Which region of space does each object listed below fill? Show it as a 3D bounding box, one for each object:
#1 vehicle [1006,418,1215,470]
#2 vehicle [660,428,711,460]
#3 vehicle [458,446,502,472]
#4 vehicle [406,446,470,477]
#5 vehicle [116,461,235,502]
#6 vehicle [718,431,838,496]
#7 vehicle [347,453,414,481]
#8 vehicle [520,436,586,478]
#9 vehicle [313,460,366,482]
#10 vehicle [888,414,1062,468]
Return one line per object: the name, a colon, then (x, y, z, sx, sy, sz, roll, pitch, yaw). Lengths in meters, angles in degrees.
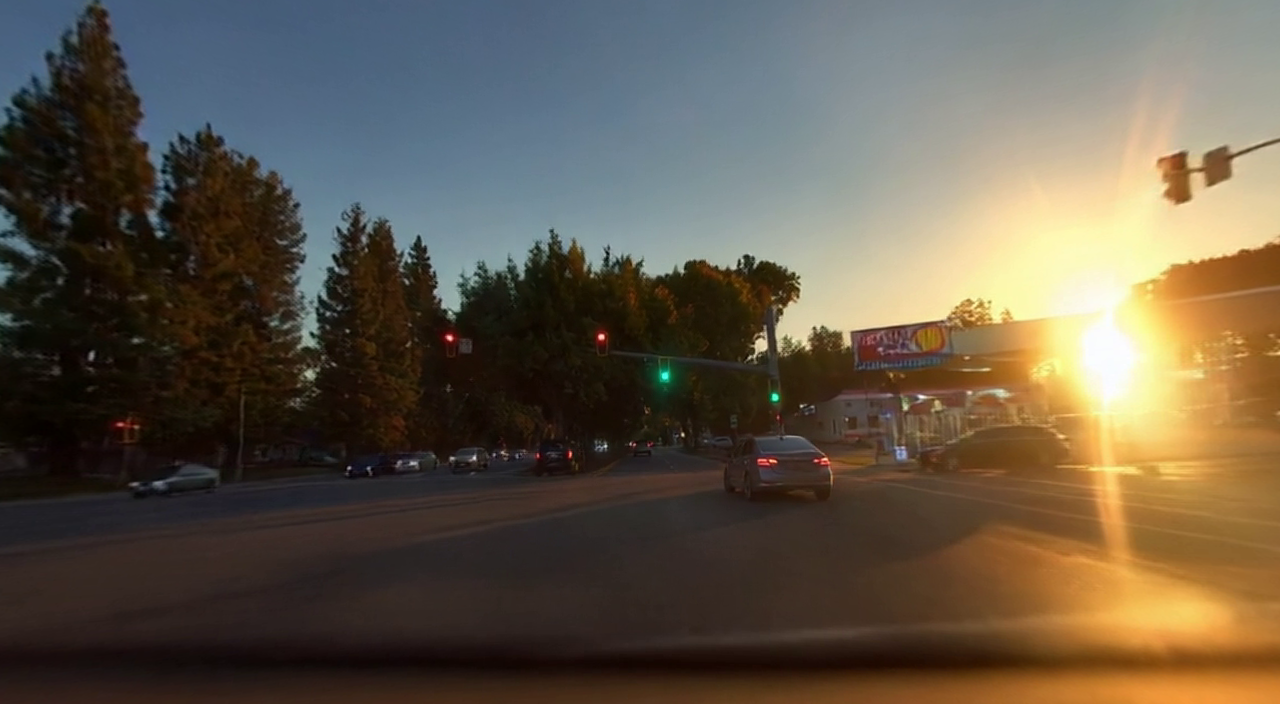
vehicle: (14.245, 2.806, 19.296, 4.776, 1.486, 2.138, 1, -9, -4)
vehicle: (3.341, 6.996, 47.784, 3.245, 2.199, 6.295, 0, -9, -1)
vehicle: (-11.172, 7.491, 44.287, 1.909, 1.467, 4.522, -2, -6, 0)
vehicle: (-11.504, 6.220, 36.231, 2.091, 1.644, 4.645, 0, -9, 1)
vehicle: (-22.146, 6.158, 30.332, 2.061, 1.643, 4.614, 0, -9, 2)
vehicle: (3.485, 2.924, 16.909, 2.095, 1.475, 4.686, 0, -9, -1)
vehicle: (-15.212, 6.730, 37.209, 1.933, 1.472, 4.500, 0, -9, 2)
vehicle: (-3.810, 4.716, 28.469, 2.250, 1.713, 4.422, 0, -9, 1)
vehicle: (-21.990, 8.674, 46.222, 1.745, 1.405, 4.229, 0, -9, 1)
vehicle: (12.397, 3.359, 23.659, 5.156, 1.917, 2.308, 0, -9, 2)
